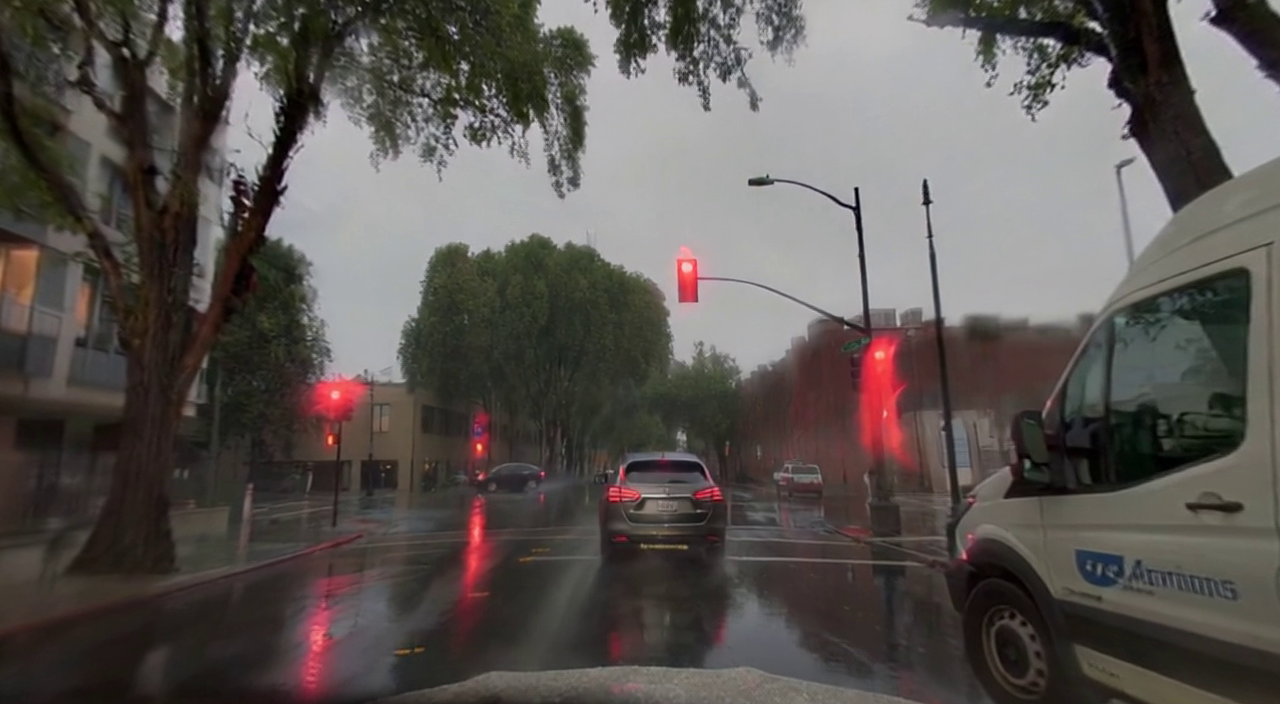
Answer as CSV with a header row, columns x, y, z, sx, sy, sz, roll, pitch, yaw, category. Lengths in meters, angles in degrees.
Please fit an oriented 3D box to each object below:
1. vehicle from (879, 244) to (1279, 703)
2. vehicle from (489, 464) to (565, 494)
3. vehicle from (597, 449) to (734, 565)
x,y,z,sx,sy,sz,roll,pitch,yaw,category
2.839,0.762,2.104,2.054,1.965,5.248,0,-11,1,vehicle
-6.874,7.785,38.852,1.993,1.692,4.675,-6,-12,31,vehicle
0.302,2.571,10.944,1.961,1.629,3.610,1,-11,-2,vehicle
